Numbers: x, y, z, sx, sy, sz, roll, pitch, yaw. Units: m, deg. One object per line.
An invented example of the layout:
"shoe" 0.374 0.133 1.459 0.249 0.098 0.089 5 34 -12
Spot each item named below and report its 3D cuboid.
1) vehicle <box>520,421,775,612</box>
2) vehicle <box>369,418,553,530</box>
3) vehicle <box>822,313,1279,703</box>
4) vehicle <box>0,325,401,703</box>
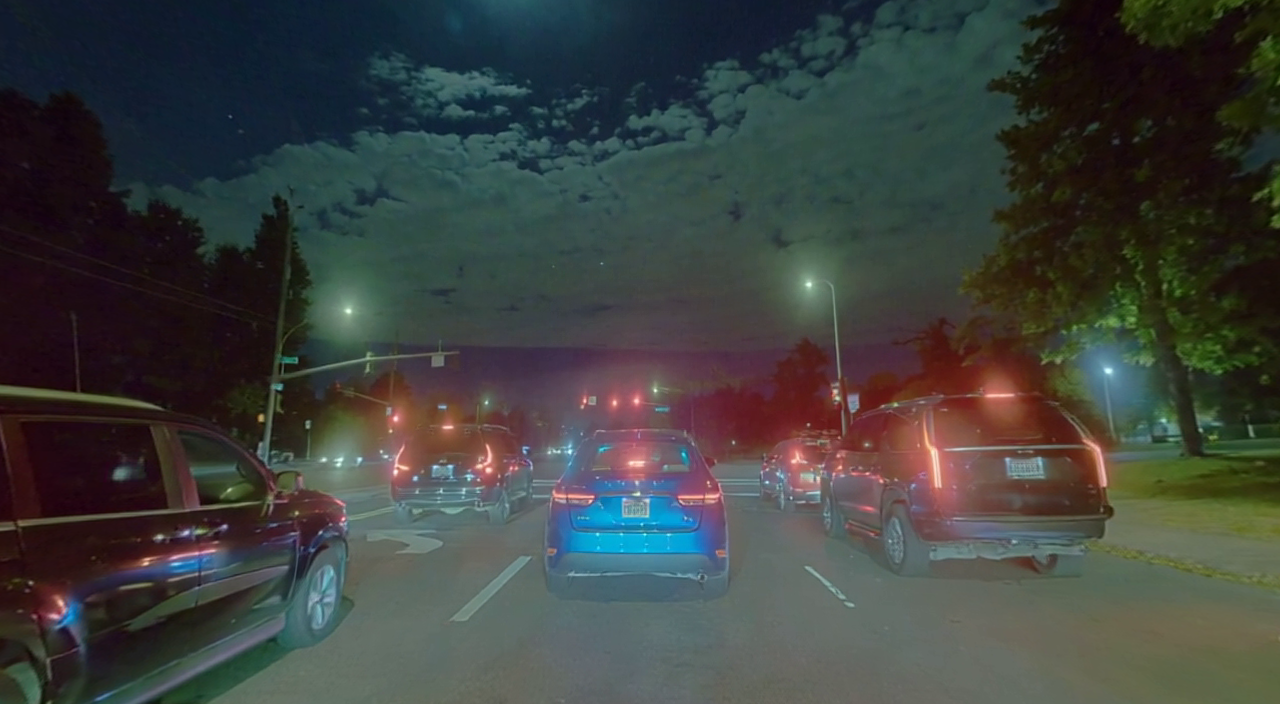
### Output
"vehicle" 0.023 1.601 7.049 2.021 1.490 3.948 0 -8 -1
"vehicle" -3.184 2.301 12.446 2.117 1.772 4.619 0 -8 2
"vehicle" 3.220 1.101 4.729 2.141 1.833 4.704 0 -8 -2
"vehicle" -3.117 0.956 3.295 1.982 1.721 4.261 0 -8 1
